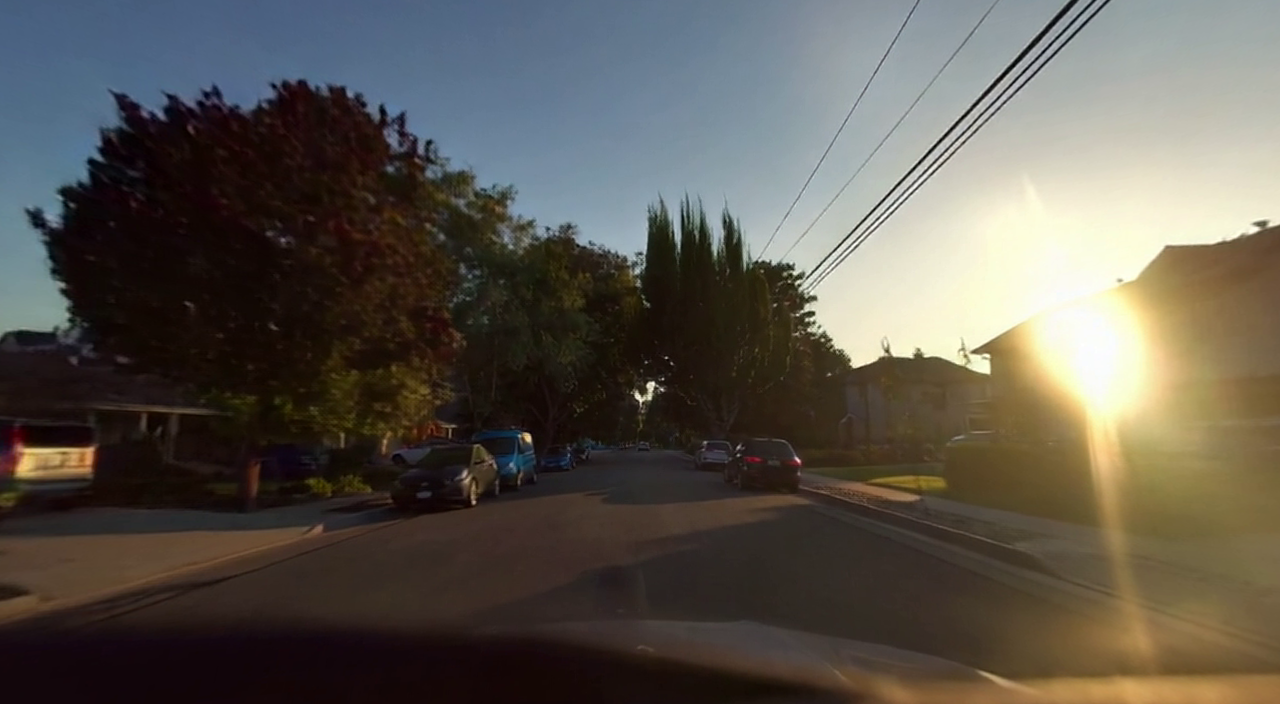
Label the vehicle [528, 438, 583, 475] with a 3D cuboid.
[{"bbox_3d":[-4.299,5.395,32.820,2.157,1.736,4.104,-1,-9,1],"label":"vehicle"}]

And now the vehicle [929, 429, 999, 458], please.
[{"bbox_3d":[19.459,5.535,38.181,2.086,1.658,4.154,0,-8,2],"label":"vehicle"}]

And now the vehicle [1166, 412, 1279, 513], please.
[{"bbox_3d":[12.429,1.775,10.791,4.872,1.521,2.229,-2,-6,-1],"label":"vehicle"}]

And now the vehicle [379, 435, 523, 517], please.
[{"bbox_3d":[-4.560,3.002,16.112,2.116,1.659,4.832,-3,-7,1],"label":"vehicle"}]

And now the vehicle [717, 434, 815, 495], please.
[{"bbox_3d":[4.137,3.808,21.899,2.152,1.810,5.846,0,-8,0],"label":"vehicle"}]
